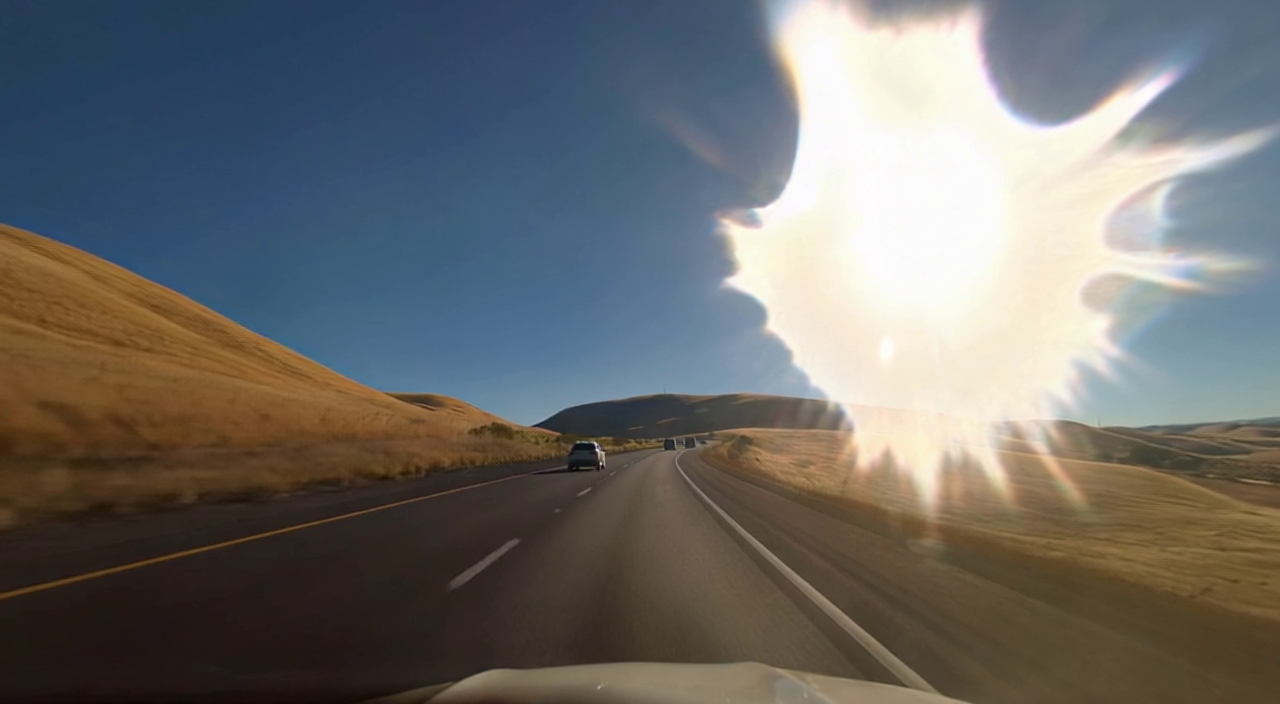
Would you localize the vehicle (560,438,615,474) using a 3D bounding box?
[{"bbox_3d":[-2.696,5.483,33.368,2.252,1.743,4.560,-1,-9,3],"label":"vehicle"}]
